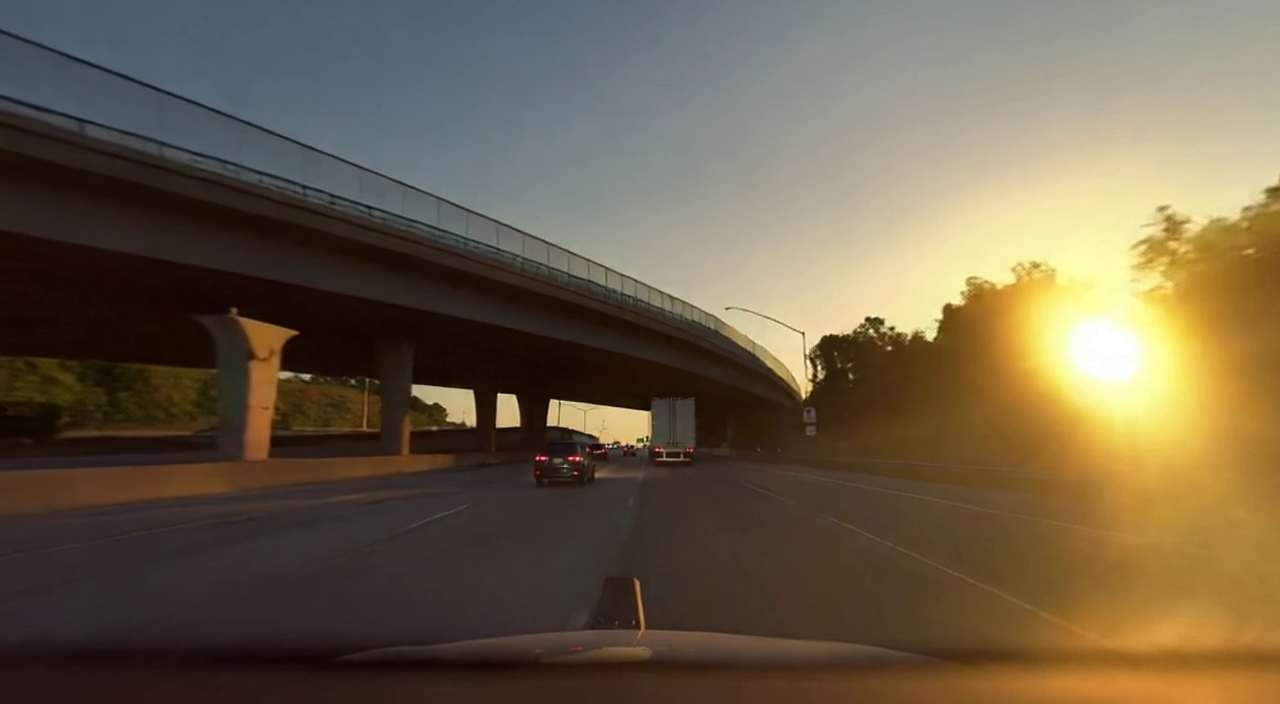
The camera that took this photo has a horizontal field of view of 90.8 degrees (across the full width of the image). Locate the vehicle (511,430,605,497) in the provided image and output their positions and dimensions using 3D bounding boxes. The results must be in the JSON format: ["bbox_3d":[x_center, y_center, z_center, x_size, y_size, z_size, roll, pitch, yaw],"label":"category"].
[{"bbox_3d":[-2.241,3.228,18.653,2.077,1.716,4.514,0,-9,1],"label":"vehicle"}]

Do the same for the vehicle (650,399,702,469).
[{"bbox_3d":[2.208,5.509,41.826,2.964,4.063,10.072,0,-9,1],"label":"vehicle"}]
